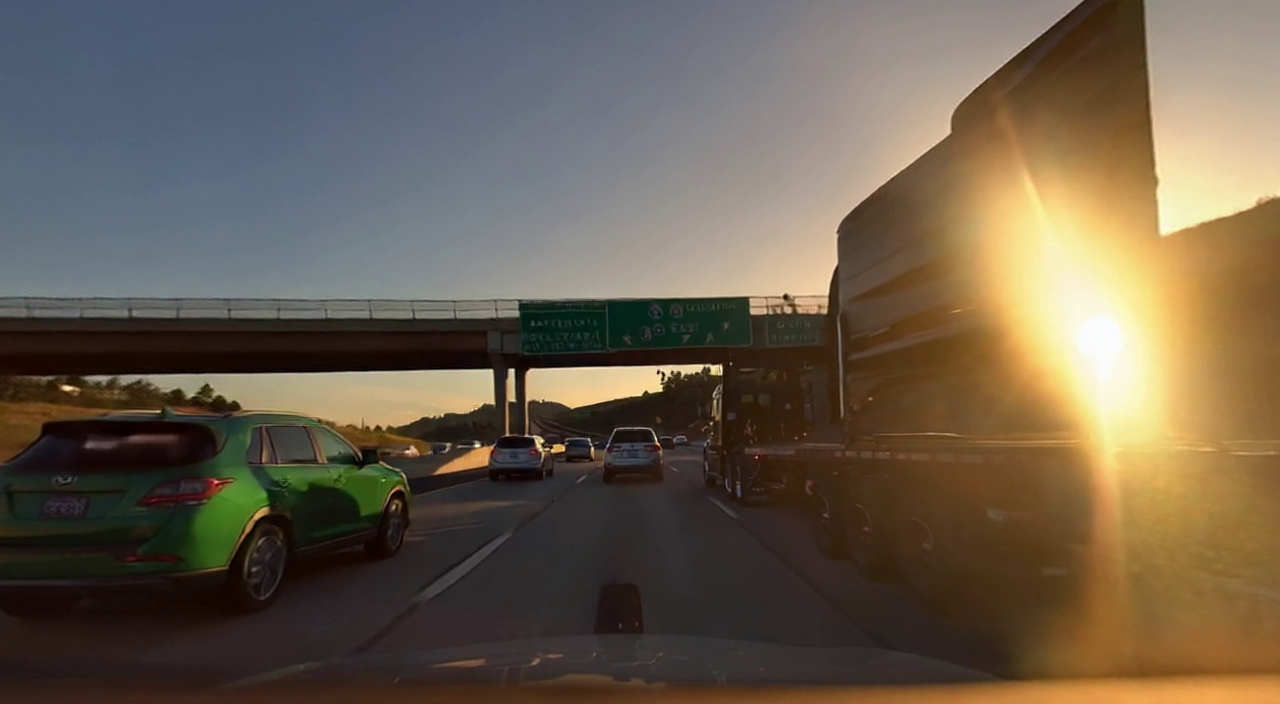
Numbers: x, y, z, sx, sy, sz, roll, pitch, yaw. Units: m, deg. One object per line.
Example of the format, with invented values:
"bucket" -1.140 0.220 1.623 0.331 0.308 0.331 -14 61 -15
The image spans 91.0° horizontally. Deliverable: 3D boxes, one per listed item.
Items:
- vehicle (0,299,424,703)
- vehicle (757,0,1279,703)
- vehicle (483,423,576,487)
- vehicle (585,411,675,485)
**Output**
"vehicle" -3.438 1.000 4.206 2.193 1.803 4.958 0 -8 0
"vehicle" 3.612 -0.231 3.522 2.852 4.121 16.210 0 -8 0
"vehicle" -3.440 3.331 20.625 2.120 1.812 4.659 0 -8 1
"vehicle" -0.318 3.309 21.924 2.704 2.216 5.804 0 -8 0
